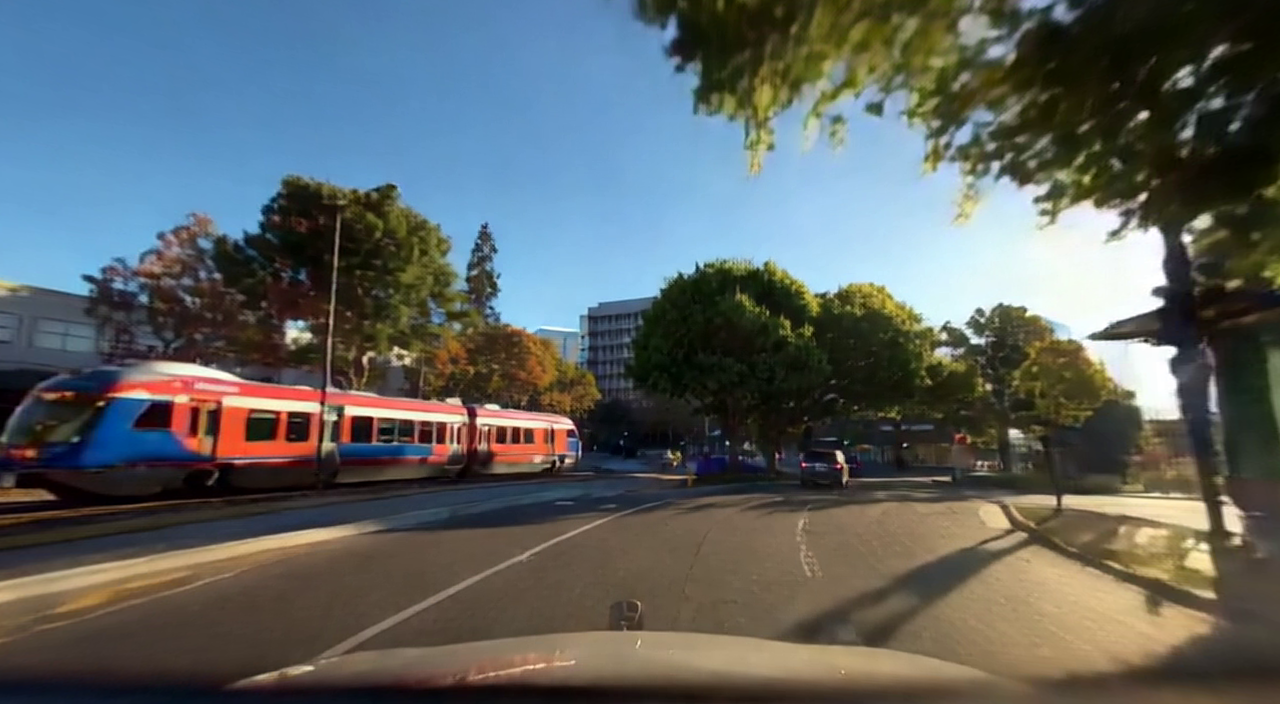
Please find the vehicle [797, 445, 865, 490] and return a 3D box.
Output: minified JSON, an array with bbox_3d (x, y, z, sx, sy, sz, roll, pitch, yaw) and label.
[{"bbox_3d":[8.374,4.930,27.433,2.263,1.765,4.237,-4,-9,23],"label":"vehicle"}]
